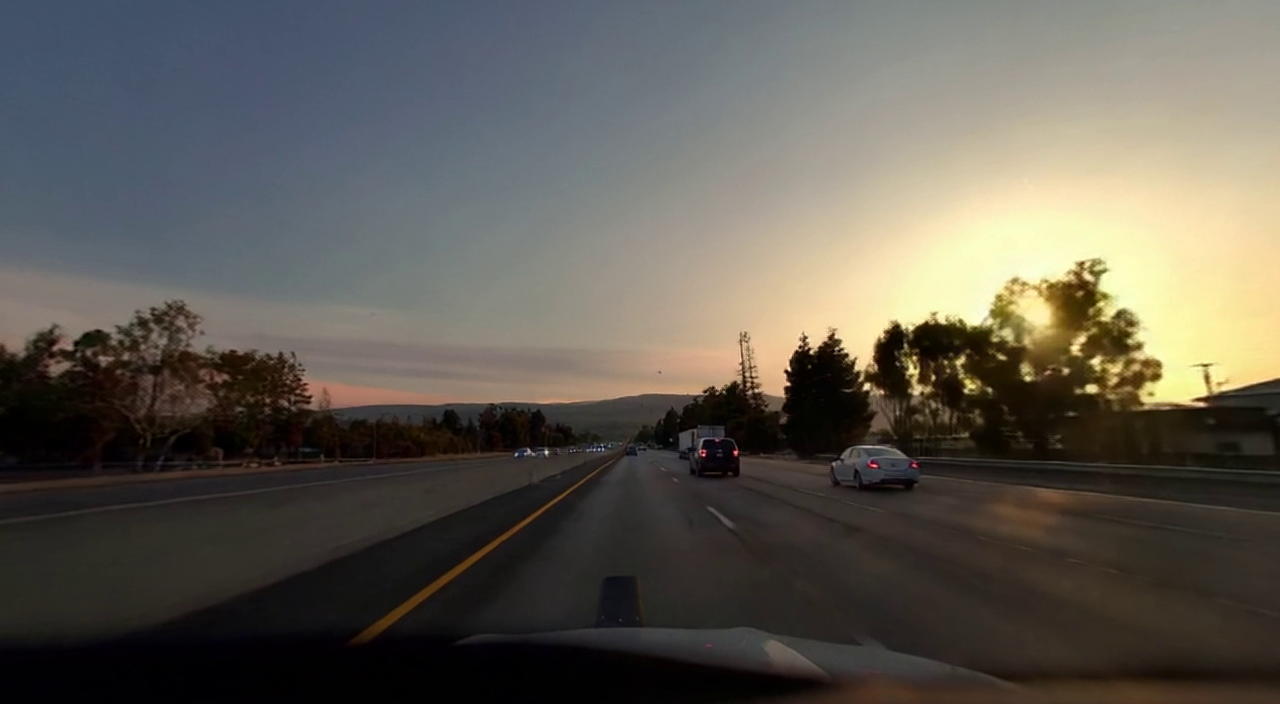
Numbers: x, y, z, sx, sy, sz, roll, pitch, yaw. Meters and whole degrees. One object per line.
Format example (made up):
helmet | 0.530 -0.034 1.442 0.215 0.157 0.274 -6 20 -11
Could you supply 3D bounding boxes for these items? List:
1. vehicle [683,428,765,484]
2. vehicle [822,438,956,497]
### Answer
vehicle | 2.939 3.816 23.324 2.258 1.824 4.908 0 -9 -1
vehicle | 6.766 3.168 17.712 2.009 1.456 4.097 0 -9 -1
